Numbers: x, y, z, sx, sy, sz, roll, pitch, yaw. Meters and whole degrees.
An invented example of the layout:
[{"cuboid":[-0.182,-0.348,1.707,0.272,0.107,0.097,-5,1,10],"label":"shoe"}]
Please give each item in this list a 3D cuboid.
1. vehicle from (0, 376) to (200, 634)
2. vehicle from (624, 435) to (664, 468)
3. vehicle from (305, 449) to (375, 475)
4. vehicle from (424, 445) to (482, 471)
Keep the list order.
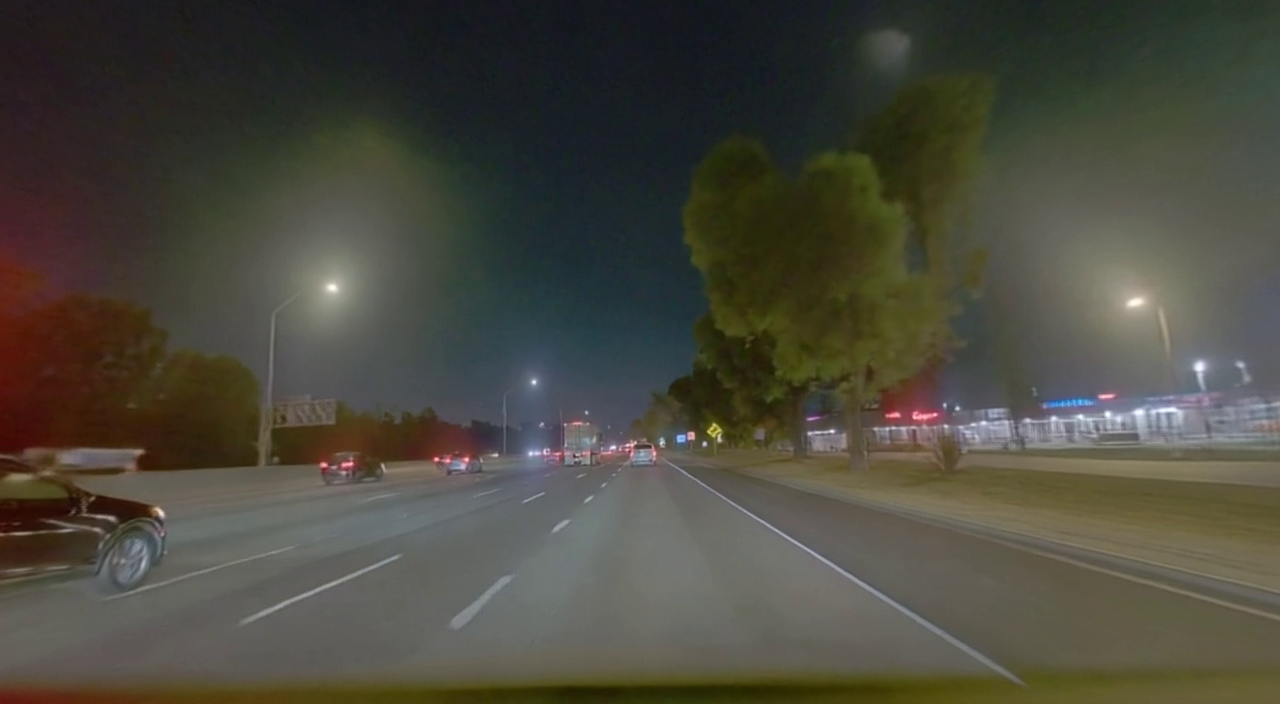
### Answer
[{"cuboid":[-5.625,1.011,3.998,2.200,1.793,4.586,0,-8,2],"label":"vehicle"},{"cuboid":[0.277,5.913,37.604,2.227,1.794,4.646,0,-8,1],"label":"vehicle"},{"cuboid":[-18.699,6.880,39.604,1.899,1.478,4.640,0,-8,3],"label":"vehicle"},{"cuboid":[-11.400,6.456,38.749,1.928,1.480,4.823,0,-8,2],"label":"vehicle"}]
